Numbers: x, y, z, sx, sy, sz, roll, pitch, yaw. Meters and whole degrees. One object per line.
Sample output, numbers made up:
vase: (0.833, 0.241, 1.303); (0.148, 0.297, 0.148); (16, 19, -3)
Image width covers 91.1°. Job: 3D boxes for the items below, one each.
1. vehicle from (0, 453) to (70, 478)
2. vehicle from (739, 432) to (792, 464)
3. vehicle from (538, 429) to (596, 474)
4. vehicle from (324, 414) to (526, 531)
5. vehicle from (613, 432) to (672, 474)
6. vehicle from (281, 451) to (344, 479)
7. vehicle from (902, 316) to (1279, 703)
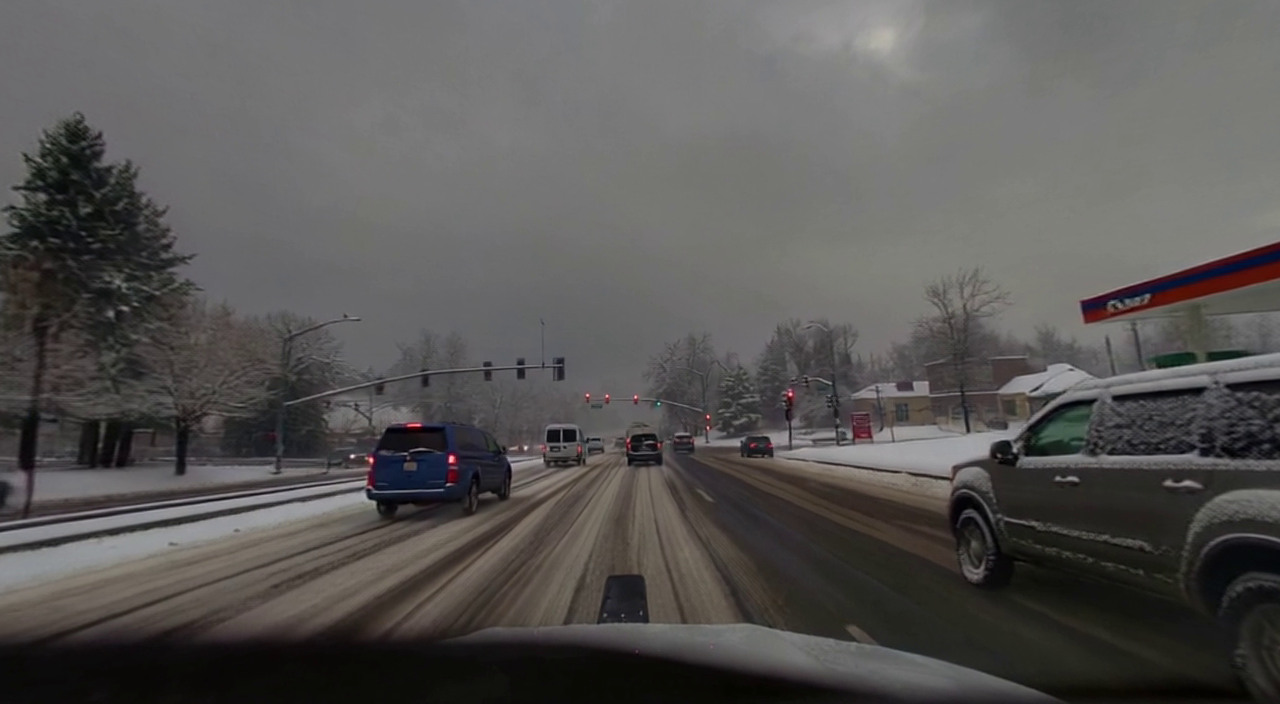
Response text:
vehicle: (-46.668, 8.550, 47.496); (4.918, 1.754, 2.120); (0, -8, 0)
vehicle: (7.137, 5.501, 36.208); (2.119, 1.696, 4.623); (0, -8, 0)
vehicle: (-3.314, 4.631, 29.524); (2.025, 1.936, 4.995); (0, -8, 1)
vehicle: (-3.697, 2.174, 12.037); (2.002, 1.747, 5.173); (0, -8, 0)
vehicle: (0.083, 4.571, 28.771); (2.426, 1.703, 5.602); (0, -8, 0)
vehicle: (-20.714, 7.152, 39.970); (2.324, 1.551, 4.965); (2, -8, -13)
vehicle: (3.738, 0.937, 3.971); (2.055, 1.786, 4.817); (0, -8, 0)
